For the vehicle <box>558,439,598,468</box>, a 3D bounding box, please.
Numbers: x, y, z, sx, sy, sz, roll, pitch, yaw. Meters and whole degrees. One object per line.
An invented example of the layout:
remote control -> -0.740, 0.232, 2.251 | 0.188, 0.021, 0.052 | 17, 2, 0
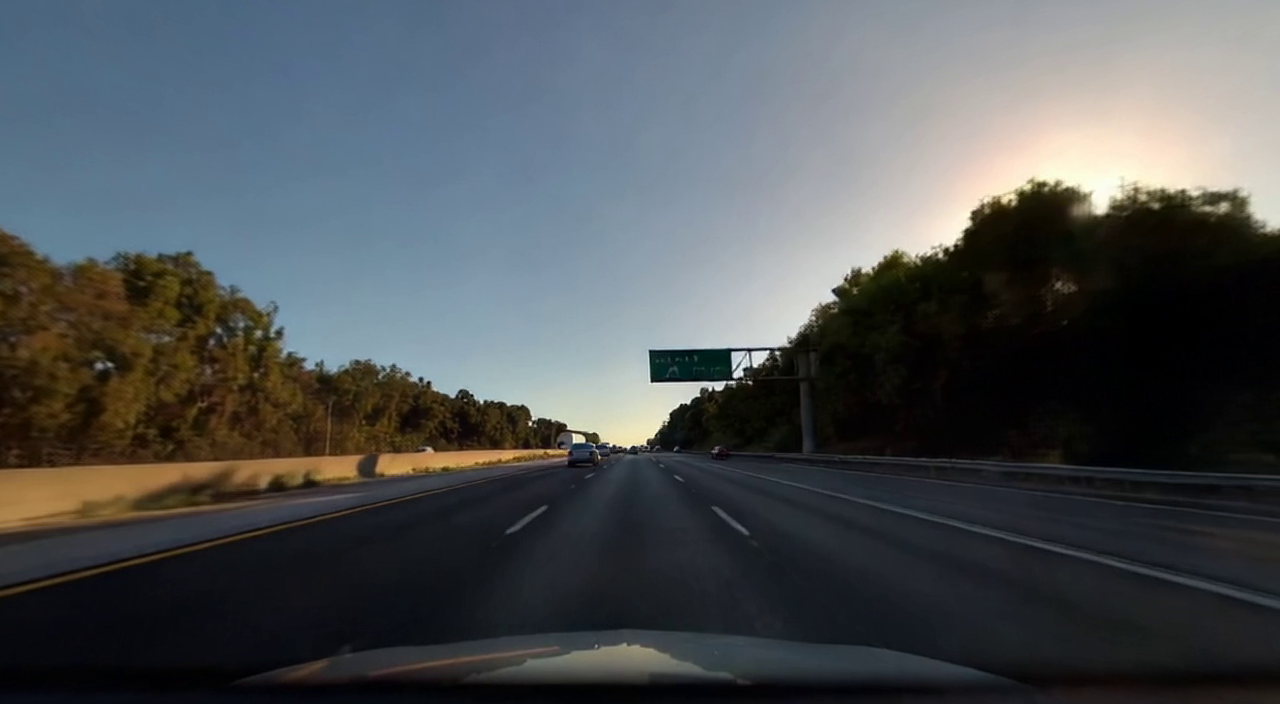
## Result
vehicle -> -3.936, 6.554, 40.971 | 2.114, 1.774, 4.427 | 0, -9, 0

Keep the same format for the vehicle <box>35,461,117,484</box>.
vehicle -> -43.160, 9.192, 48.457 | 1.820, 1.584, 4.568 | -1, -9, 5
